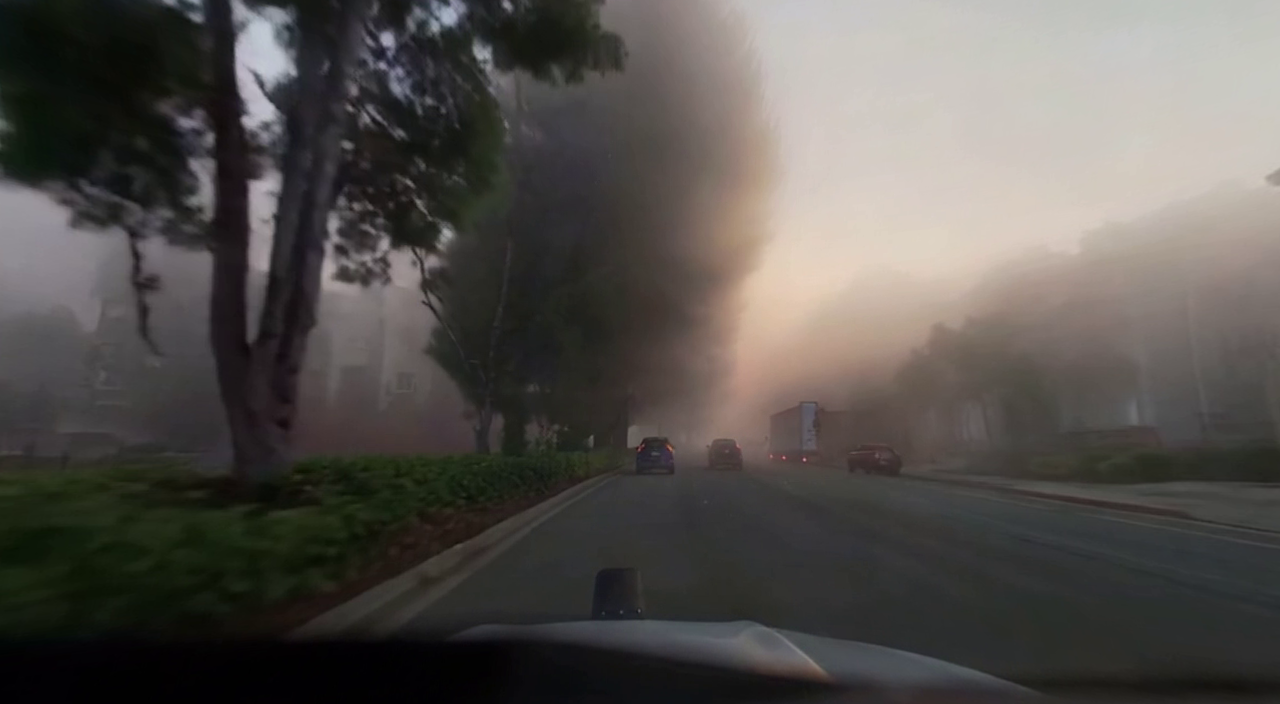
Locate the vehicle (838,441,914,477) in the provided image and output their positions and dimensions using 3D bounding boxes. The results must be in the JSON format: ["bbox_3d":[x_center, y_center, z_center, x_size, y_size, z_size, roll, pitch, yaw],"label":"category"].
[{"bbox_3d":[10.914,4.982,29.608,1.901,1.496,4.948,0,-9,3],"label":"vehicle"}]

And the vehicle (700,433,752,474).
[{"bbox_3d":[4.007,4.837,30.213,2.033,1.823,4.409,0,-9,2],"label":"vehicle"}]

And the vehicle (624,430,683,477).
[{"bbox_3d":[0.677,4.427,27.725,2.345,1.841,5.032,0,-9,3],"label":"vehicle"}]
